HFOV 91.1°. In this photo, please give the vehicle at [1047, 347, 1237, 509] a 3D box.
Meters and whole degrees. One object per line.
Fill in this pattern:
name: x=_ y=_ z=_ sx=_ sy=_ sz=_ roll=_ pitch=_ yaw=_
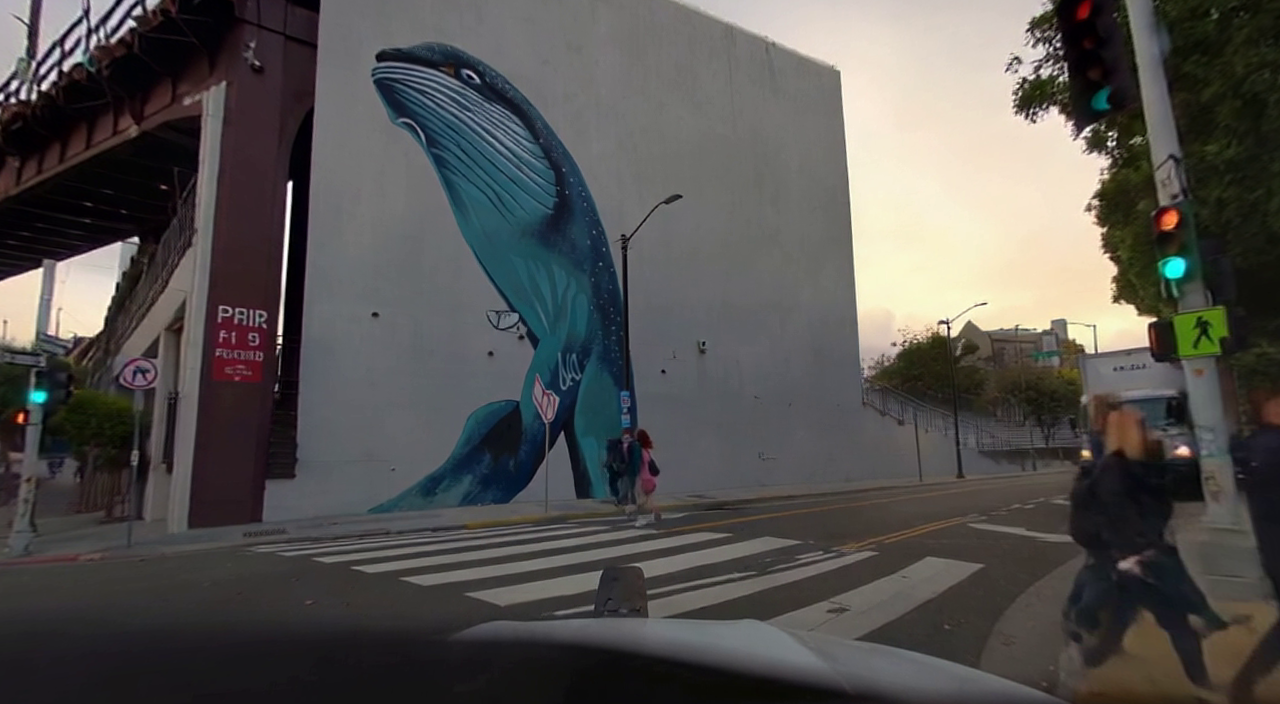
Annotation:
vehicle: x=15.799 y=2.419 z=19.399 sx=9.347 sy=3.893 sz=2.849 roll=7 pitch=-11 yaw=-42
